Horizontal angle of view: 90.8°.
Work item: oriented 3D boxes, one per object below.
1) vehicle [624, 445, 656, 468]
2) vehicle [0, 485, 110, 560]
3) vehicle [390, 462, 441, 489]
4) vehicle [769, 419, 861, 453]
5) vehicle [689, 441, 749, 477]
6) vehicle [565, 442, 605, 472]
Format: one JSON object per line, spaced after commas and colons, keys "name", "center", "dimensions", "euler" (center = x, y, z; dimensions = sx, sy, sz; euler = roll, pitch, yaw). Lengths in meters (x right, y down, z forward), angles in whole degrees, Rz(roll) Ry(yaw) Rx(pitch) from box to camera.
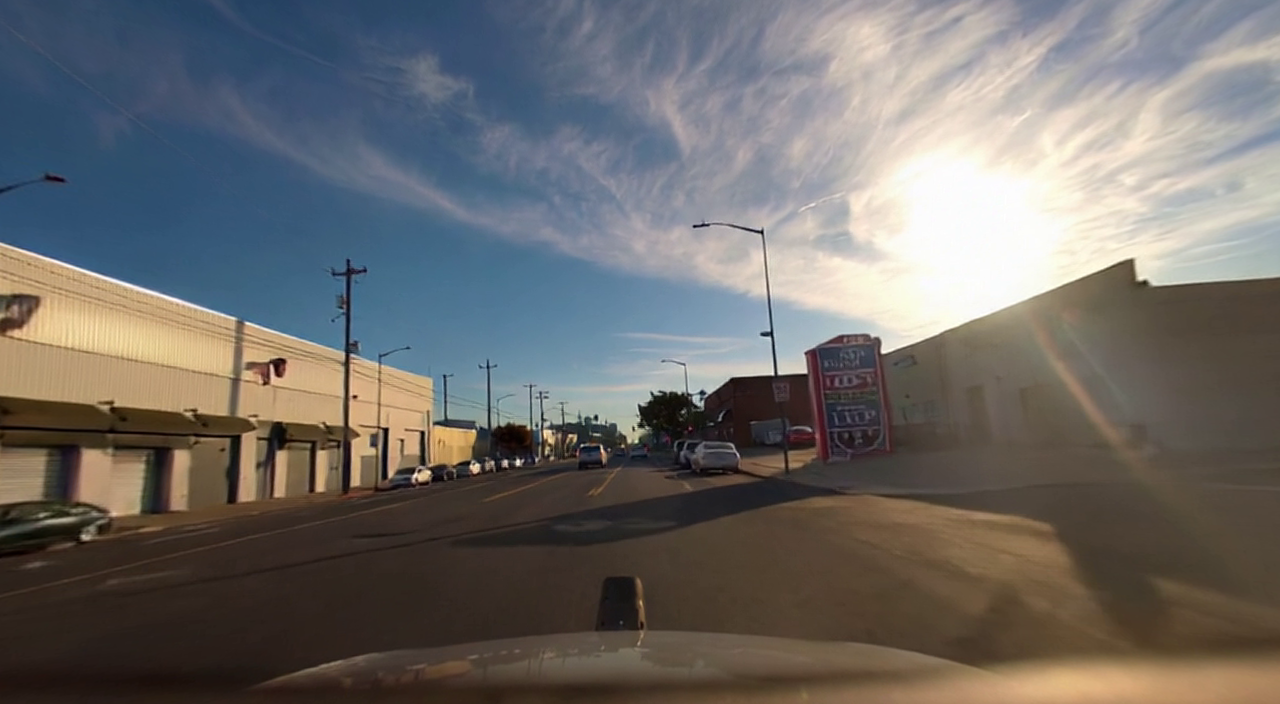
{"name": "vehicle", "center": [-0.037, 7.341, 44.455], "dimensions": [2.099, 1.470, 4.270], "euler": [-1, -8, -1]}
{"name": "vehicle", "center": [-15.672, 4.295, 15.384], "dimensions": [1.793, 1.437, 4.415], "euler": [-8, -7, -1]}
{"name": "vehicle", "center": [-15.737, 8.665, 44.586], "dimensions": [1.883, 1.493, 4.880], "euler": [-2, -8, -1]}
{"name": "vehicle", "center": [12.225, 5.894, 44.370], "dimensions": [5.603, 1.659, 2.393], "euler": [-6, -8, -4]}
{"name": "vehicle", "center": [3.542, 4.895, 29.184], "dimensions": [2.042, 1.487, 5.033], "euler": [0, -8, -1]}
{"name": "vehicle", "center": [-3.658, 7.018, 42.618], "dimensions": [2.348, 1.831, 4.737], "euler": [-1, -8, -1]}
